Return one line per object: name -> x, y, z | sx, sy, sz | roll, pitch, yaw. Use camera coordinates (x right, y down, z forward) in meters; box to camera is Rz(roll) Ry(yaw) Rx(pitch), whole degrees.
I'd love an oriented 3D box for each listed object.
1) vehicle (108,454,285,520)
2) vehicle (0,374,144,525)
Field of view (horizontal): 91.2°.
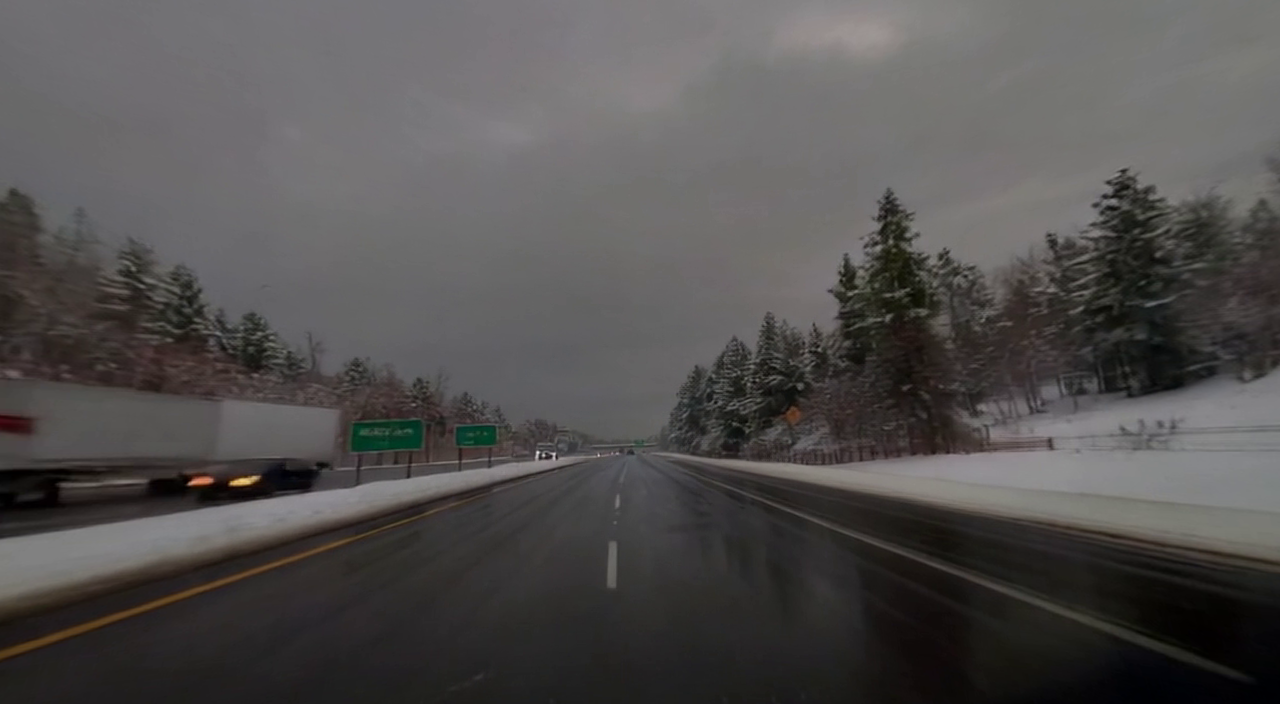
vehicle -> -11.833, 3.583, 17.154 | 1.900, 1.506, 4.067 | 0, -9, -1
vehicle -> -15.448, 2.209, 14.113 | 2.732, 3.283, 7.013 | 0, -9, -1
